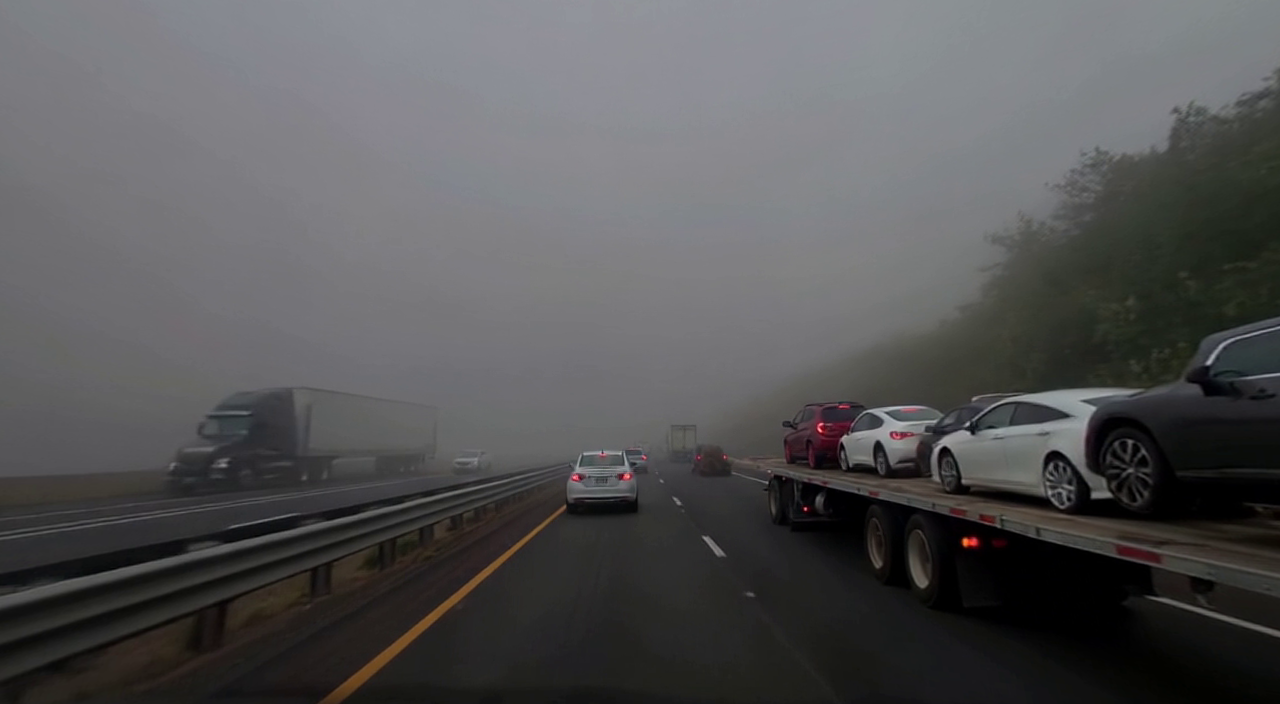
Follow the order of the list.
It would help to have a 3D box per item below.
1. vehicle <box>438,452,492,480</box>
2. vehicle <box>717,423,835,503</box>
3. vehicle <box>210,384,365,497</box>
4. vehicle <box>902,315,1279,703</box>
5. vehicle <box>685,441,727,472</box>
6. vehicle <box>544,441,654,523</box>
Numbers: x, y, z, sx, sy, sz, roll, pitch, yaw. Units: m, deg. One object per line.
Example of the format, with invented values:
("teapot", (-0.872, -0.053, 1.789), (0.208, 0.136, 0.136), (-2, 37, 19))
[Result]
("vehicle", (-11.032, 7.210, 39.990), (2.221, 1.639, 4.105), (0, -9, 0))
("vehicle", (3.504, 2.964, 17.108), (2.303, 1.889, 3.920), (0, -9, 0))
("vehicle", (-15.393, 3.981, 28.204), (3.230, 4.500, 5.937), (0, -9, 1))
("vehicle", (3.470, 0.947, 3.659), (1.959, 1.783, 4.407), (0, -9, 0))
("vehicle", (3.795, 6.088, 36.720), (1.938, 1.660, 4.223), (0, -9, -1))
("vehicle", (-0.735, 2.655, 13.363), (1.991, 1.466, 3.675), (0, -9, 0))
